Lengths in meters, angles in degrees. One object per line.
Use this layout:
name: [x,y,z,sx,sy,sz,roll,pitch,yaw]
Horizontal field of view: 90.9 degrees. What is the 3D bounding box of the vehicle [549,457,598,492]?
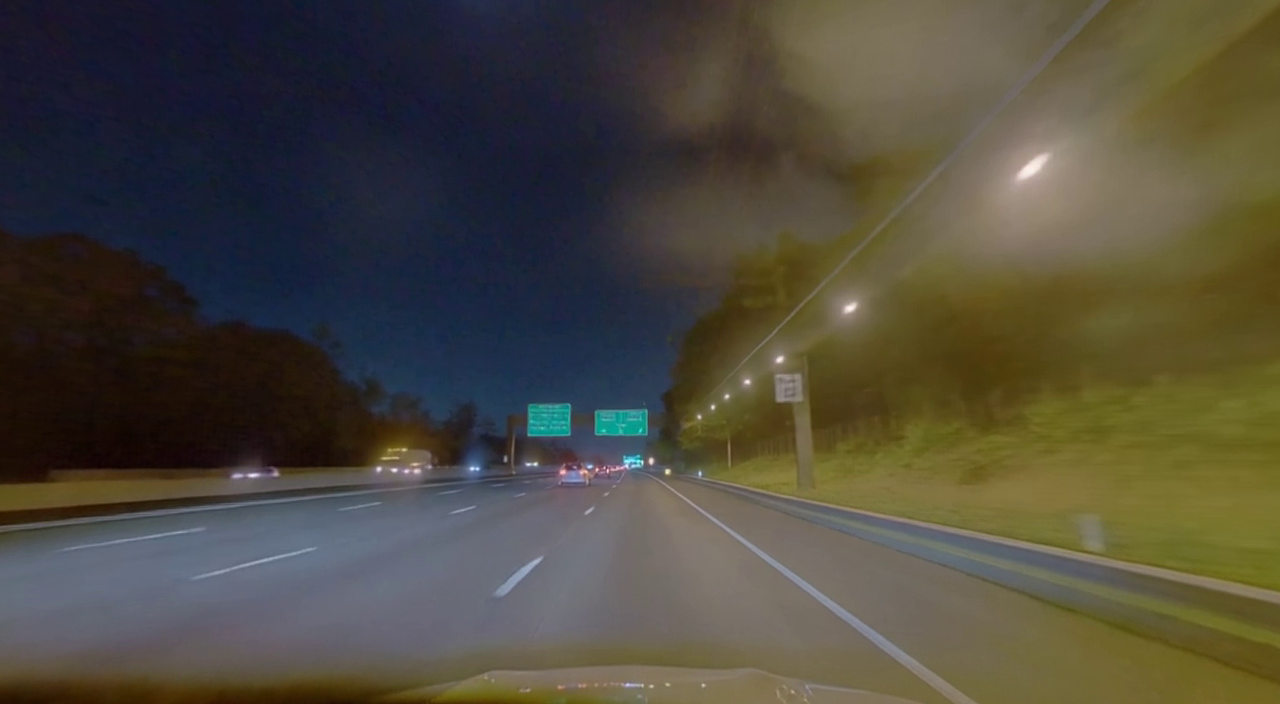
vehicle: [-3.351,6.343,32.606,2.092,1.642,3.895,1,-11,0]
